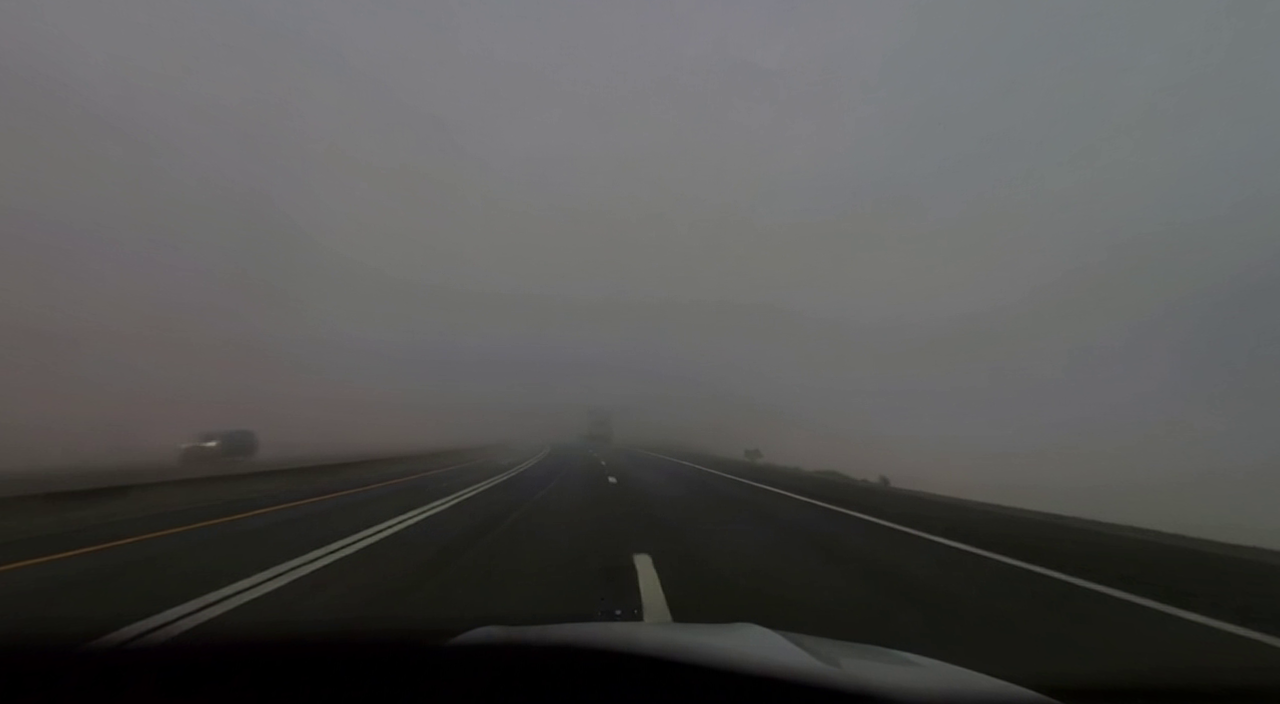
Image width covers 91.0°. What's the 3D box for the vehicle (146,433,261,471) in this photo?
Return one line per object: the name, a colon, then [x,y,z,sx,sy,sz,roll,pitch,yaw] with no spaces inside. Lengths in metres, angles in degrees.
vehicle: [-18.483,4.241,26.936,2.073,1.459,4.333,0,-8,-5]
